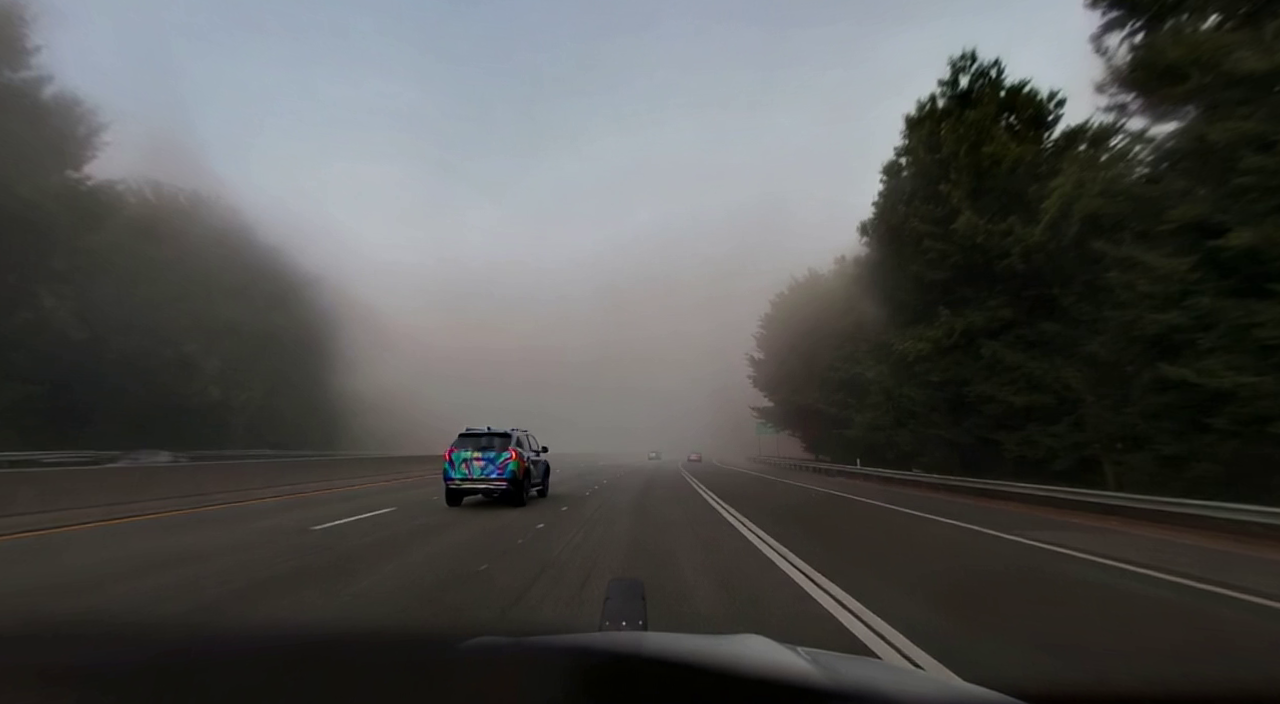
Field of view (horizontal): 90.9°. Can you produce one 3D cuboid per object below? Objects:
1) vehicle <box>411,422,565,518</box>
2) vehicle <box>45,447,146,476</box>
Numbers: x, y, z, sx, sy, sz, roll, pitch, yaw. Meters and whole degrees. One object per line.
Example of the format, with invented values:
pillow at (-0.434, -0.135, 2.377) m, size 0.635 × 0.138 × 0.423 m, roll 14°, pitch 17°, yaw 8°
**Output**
vehicle at (-3.175, 2.595, 14.393) m, size 2.183 × 1.803 × 4.685 m, roll 0°, pitch -8°, yaw 2°
vehicle at (-31.490, 6.324, 36.644) m, size 1.816 × 1.529 × 4.414 m, roll 0°, pitch -8°, yaw 2°
